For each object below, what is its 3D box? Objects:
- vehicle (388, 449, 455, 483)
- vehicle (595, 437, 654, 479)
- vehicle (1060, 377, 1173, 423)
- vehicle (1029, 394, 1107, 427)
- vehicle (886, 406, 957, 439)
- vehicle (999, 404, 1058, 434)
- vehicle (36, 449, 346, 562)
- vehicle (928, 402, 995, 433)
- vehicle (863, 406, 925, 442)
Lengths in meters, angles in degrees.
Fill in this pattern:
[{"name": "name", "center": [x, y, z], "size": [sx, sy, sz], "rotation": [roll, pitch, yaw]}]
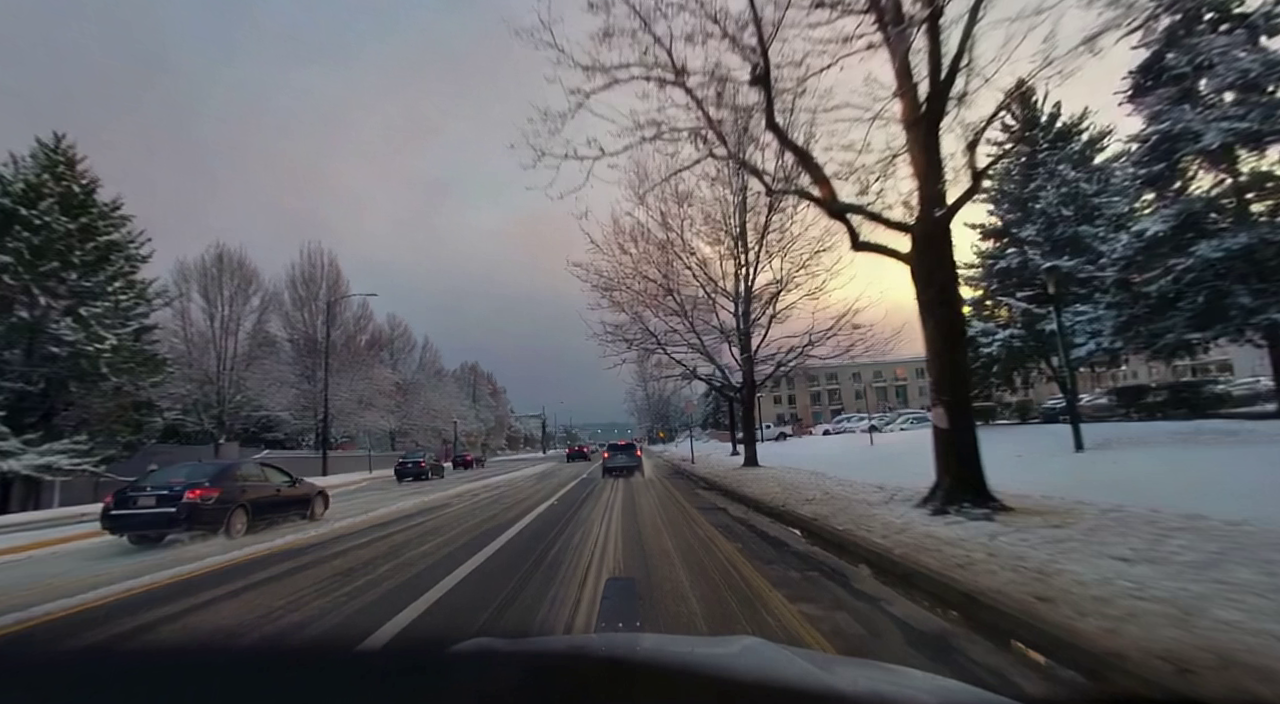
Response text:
[{"name": "vehicle", "center": [-10.431, 5.442, 30.495], "size": [2.024, 1.484, 4.592], "rotation": [1, -9, -6]}, {"name": "vehicle", "center": [-0.643, 4.105, 24.656], "size": [2.099, 1.469, 4.389], "rotation": [0, -8, -2]}, {"name": "vehicle", "center": [34.315, 3.594, 45.906], "size": [2.608, 2.389, 6.582], "rotation": [-9, -8, -3]}, {"name": "vehicle", "center": [31.422, 4.399, 46.600], "size": [2.074, 1.749, 4.957], "rotation": [-1, -13, -1]}, {"name": "vehicle", "center": [20.254, 5.069, 45.743], "size": [2.079, 1.985, 5.085], "rotation": [-8, -5, -7]}, {"name": "vehicle", "center": [28.572, 4.892, 46.608], "size": [1.882, 1.730, 4.753], "rotation": [-6, -3, 9]}, {"name": "vehicle", "center": [-7.017, 2.387, 10.690], "size": [1.906, 1.449, 4.576], "rotation": [0, -8, 0]}, {"name": "vehicle", "center": [23.289, 4.808, 45.945], "size": [2.118, 1.724, 4.361], "rotation": [-9, -8, -5]}, {"name": "vehicle", "center": [17.912, 5.145, 44.816], "size": [2.002, 2.015, 4.254], "rotation": [-9, -8, -7]}]
